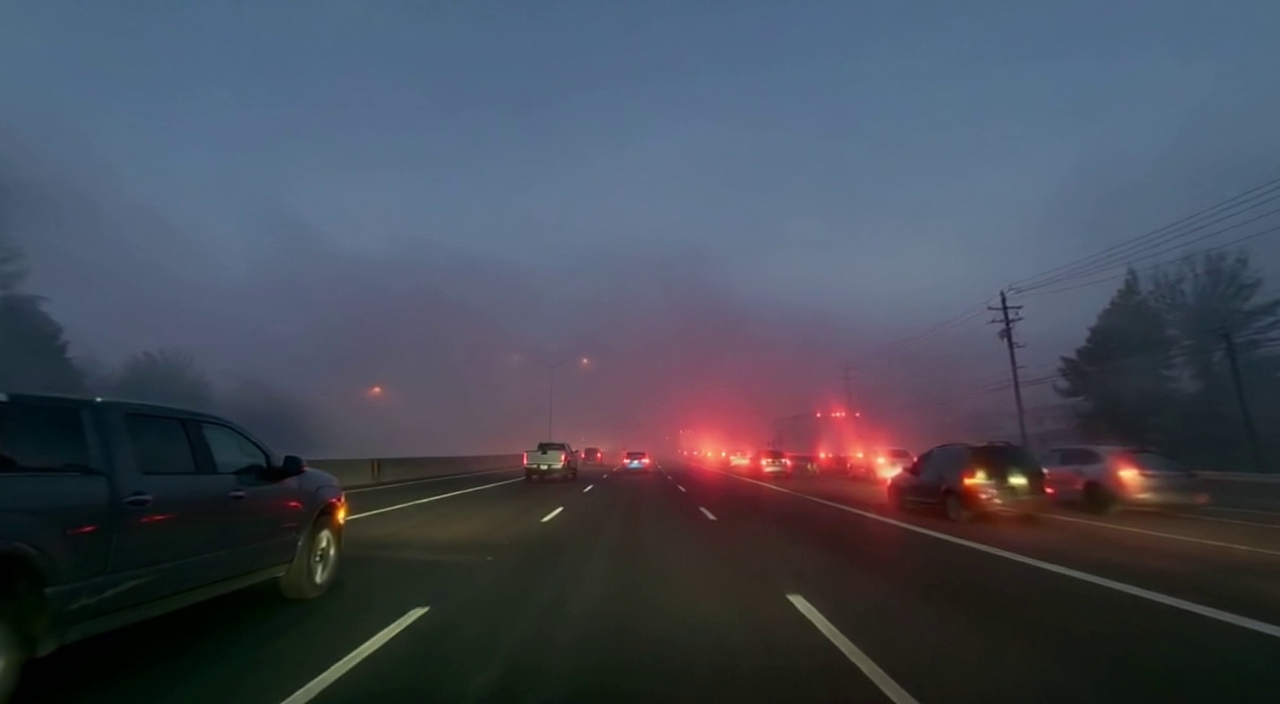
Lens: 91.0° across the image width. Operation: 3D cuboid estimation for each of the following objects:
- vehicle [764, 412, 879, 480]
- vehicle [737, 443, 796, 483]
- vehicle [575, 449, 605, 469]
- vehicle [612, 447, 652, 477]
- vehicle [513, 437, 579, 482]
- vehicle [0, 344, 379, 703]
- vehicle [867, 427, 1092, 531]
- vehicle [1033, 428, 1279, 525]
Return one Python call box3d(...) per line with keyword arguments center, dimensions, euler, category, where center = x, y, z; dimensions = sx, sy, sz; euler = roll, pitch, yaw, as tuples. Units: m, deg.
box3d(center=(10.408, 5.670, 38.014), dimensions=(3.442, 3.405, 11.948), euler=(0, -9, 0), category="vehicle")
box3d(center=(5.470, 4.832, 27.717), dimensions=(1.956, 1.576, 4.211), euler=(0, -9, 3), category="vehicle")
box3d(center=(-3.902, 8.437, 49.794), dimensions=(1.984, 1.406, 4.030), euler=(0, -9, 1), category="vehicle")
box3d(center=(-0.420, 5.941, 34.422), dimensions=(2.060, 1.508, 4.308), euler=(0, -9, 0), category="vehicle")
box3d(center=(-4.047, 4.725, 28.006), dimensions=(2.147, 1.825, 4.602), euler=(0, -9, 1), category="vehicle")
box3d(center=(-3.453, 0.982, 3.397), dimensions=(2.127, 1.705, 4.374), euler=(0, -9, 1), category="vehicle")
box3d(center=(6.312, 2.392, 12.425), dimensions=(2.058, 1.667, 4.209), euler=(0, -9, 0), category="vehicle")
box3d(center=(10.884, 2.584, 13.620), dimensions=(1.975, 1.720, 4.285), euler=(0, -9, 0), category="vehicle")
